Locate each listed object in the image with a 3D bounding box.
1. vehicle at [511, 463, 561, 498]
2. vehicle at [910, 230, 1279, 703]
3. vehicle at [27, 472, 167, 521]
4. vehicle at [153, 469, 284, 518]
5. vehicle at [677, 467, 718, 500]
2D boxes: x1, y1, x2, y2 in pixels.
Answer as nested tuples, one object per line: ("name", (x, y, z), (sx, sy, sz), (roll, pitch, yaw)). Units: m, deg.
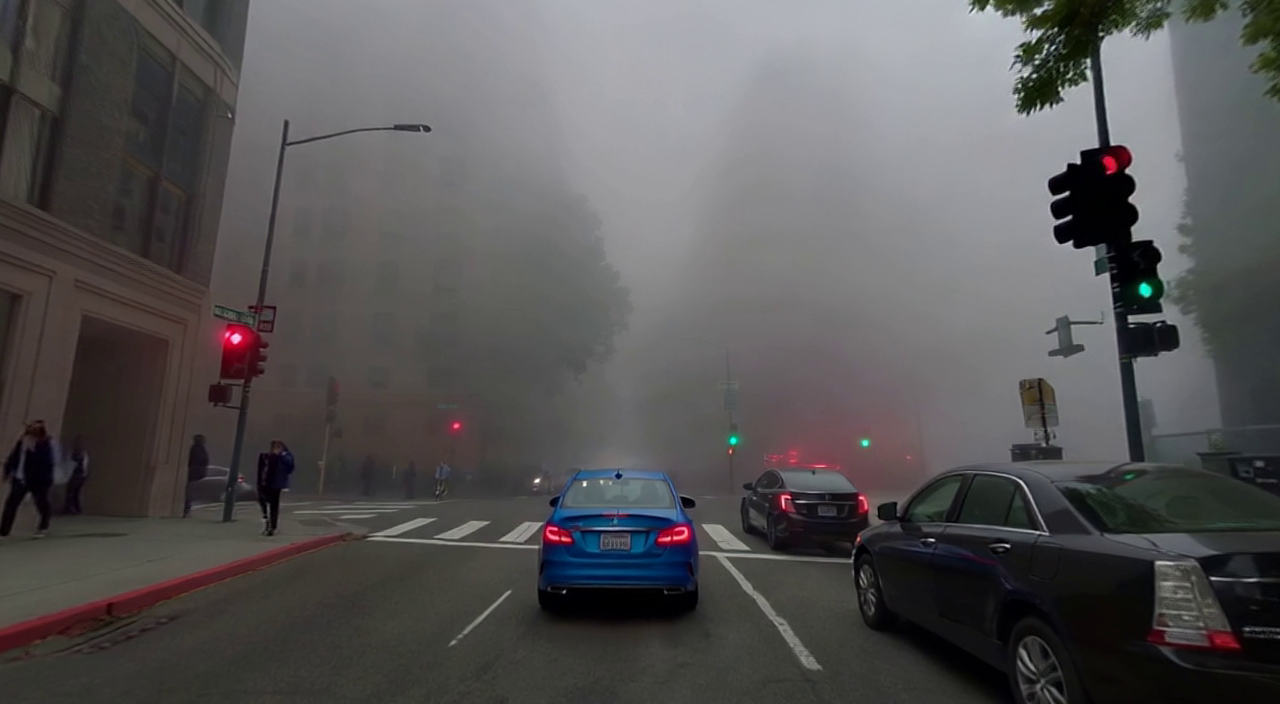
("vehicle", (-6.351, 7.902, 39.006), (2.226, 1.896, 4.438), (-1, -8, 1))
("vehicle", (3.208, 0.541, 1.245), (2.632, 1.979, 6.096), (0, -8, 0))
("vehicle", (-25.483, 6.781, 29.720), (4.588, 2.048, 2.110), (0, -9, 1))
("vehicle", (-19.781, 6.626, 29.711), (4.750, 2.083, 2.002), (-1, -9, 3))
("vehicle", (3.464, 8.054, 38.809), (1.908, 1.741, 4.066), (0, -9, -3))
